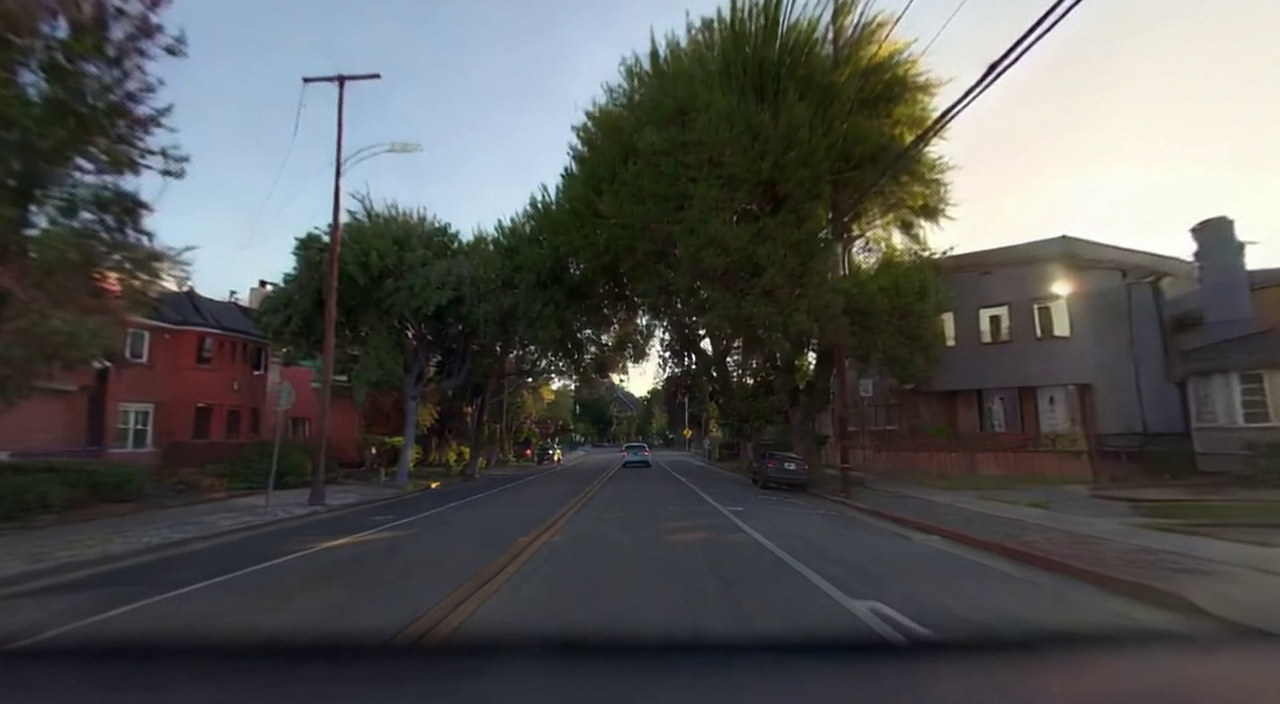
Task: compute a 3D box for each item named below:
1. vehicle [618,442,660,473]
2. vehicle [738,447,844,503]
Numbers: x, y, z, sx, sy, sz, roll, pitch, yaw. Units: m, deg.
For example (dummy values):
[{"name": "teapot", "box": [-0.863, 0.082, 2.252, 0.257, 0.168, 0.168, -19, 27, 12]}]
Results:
[{"name": "vehicle", "box": [-0.081, 5.559, 33.331, 2.104, 1.500, 3.815, 0, -8, -1]}, {"name": "vehicle", "box": [4.489, 3.728, 19.640, 1.977, 1.481, 5.155, 0, -8, -1]}]
